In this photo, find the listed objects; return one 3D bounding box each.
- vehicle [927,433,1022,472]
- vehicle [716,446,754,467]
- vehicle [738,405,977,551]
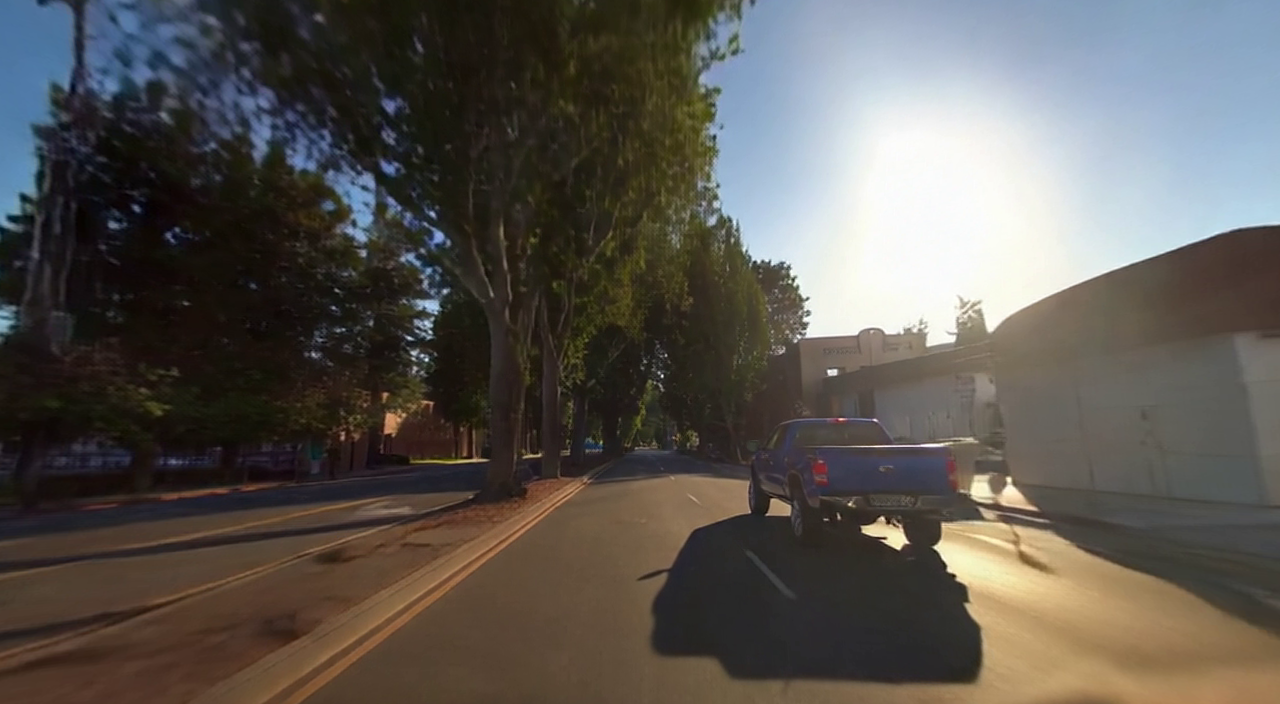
[{"bbox_3d":[15.892,4.817,30.252,1.952,1.691,4.743,0,-8,0],"label":"vehicle"},{"bbox_3d":[7.205,7.984,48.321,2.108,1.503,5.000,0,-8,0],"label":"vehicle"},{"bbox_3d":[3.166,1.992,10.689,2.085,1.828,5.383,0,-8,0],"label":"vehicle"}]
